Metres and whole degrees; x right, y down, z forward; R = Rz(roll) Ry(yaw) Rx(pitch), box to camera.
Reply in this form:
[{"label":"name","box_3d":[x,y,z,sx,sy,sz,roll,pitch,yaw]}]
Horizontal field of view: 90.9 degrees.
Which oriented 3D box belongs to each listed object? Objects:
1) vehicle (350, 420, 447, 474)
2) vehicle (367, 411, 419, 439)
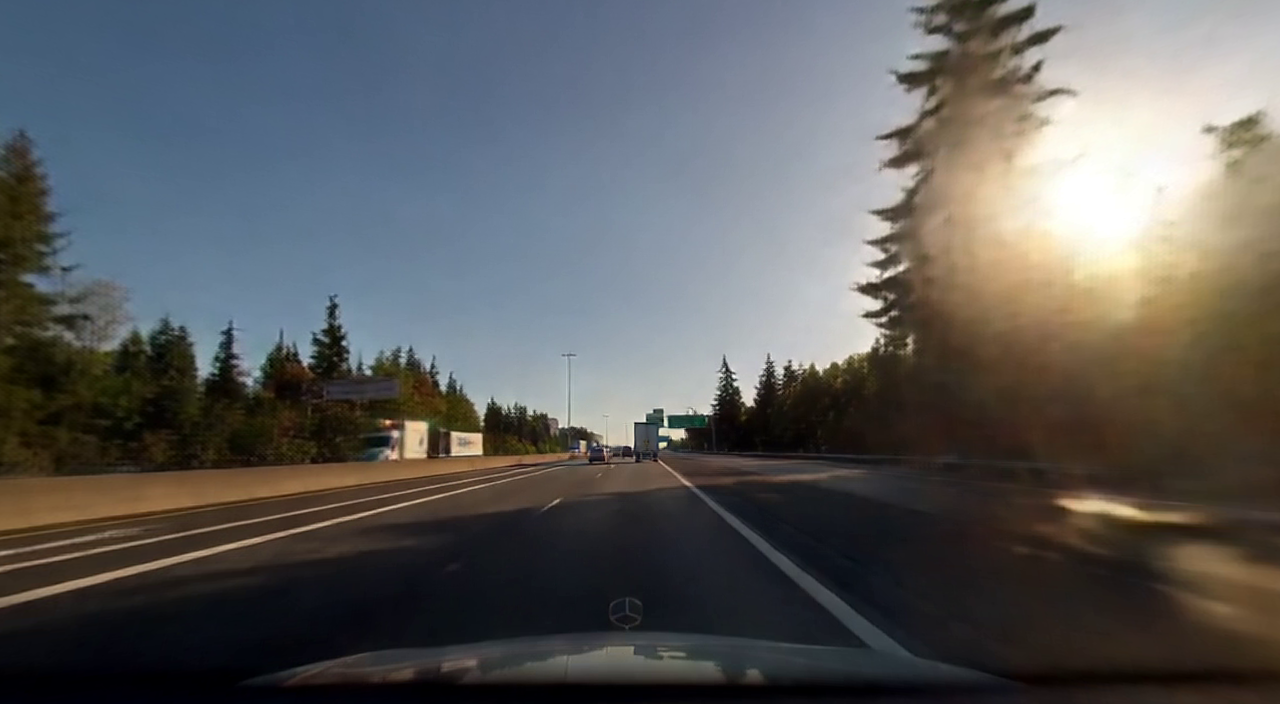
[{"label":"vehicle","box_3d":[-17.277,6.950,46.184,3.018,3.494,10.321,0,-9,0]},{"label":"vehicle","box_3d":[-17.134,5.139,44.000,1.866,1.761,4.683,-2,-8,-1]}]
